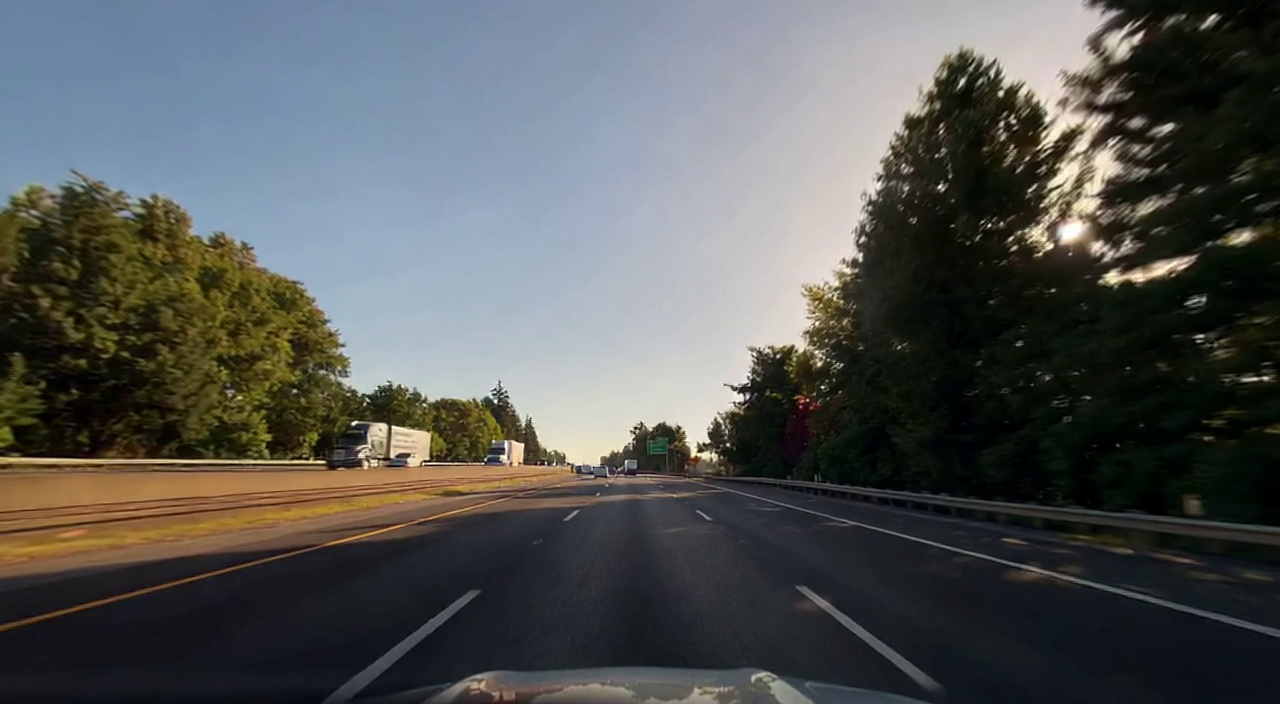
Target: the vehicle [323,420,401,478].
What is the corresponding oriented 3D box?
[{"bbox_3d":[-20.114,7.161,45.974,2.969,3.859,5.793,1,-10,-1],"label":"vehicle"}]
